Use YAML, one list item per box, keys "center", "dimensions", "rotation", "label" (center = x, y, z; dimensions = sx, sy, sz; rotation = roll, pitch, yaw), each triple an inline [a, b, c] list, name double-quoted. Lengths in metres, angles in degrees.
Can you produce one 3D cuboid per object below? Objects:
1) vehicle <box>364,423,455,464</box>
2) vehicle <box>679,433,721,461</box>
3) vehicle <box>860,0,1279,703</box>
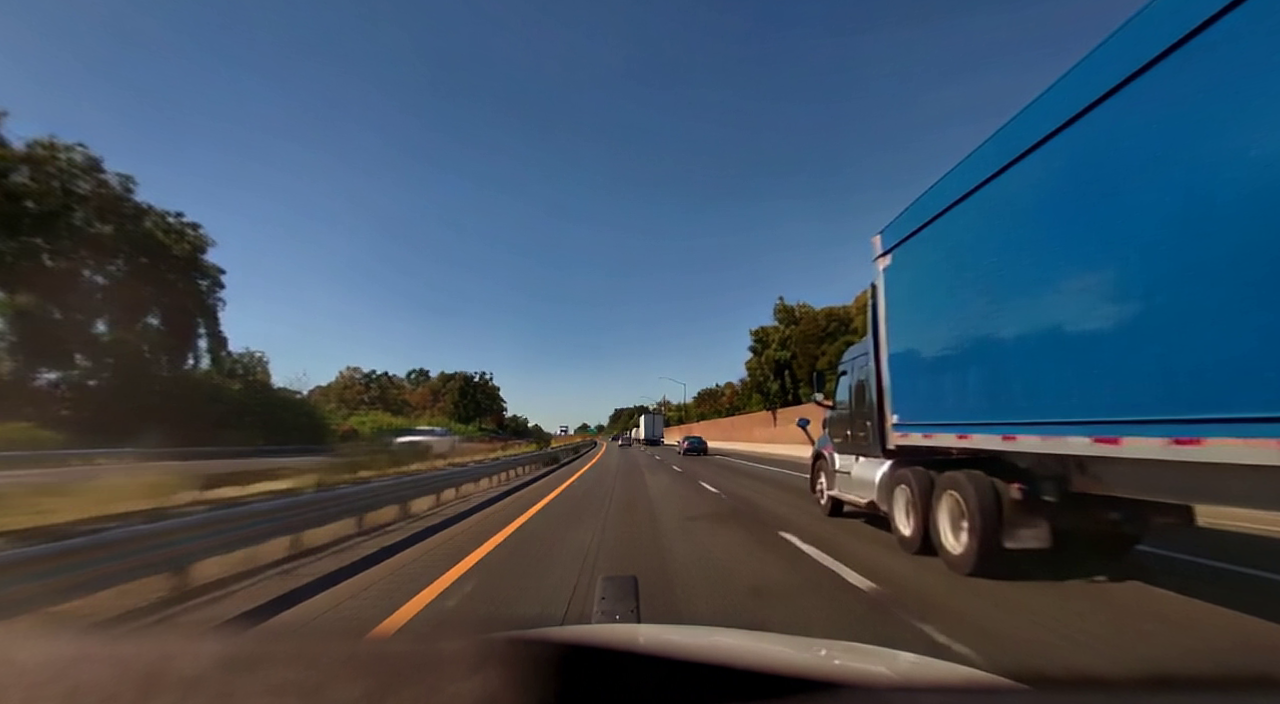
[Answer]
- center: [-8.926, 3.578, 24.835]
  dimensions: [1.989, 1.462, 4.329]
  rotation: [0, -7, -1]
  label: "vehicle"
- center: [3.339, 5.356, 35.865]
  dimensions: [1.813, 1.454, 4.197]
  rotation: [0, -7, -3]
  label: "vehicle"
- center: [4.348, -0.653, 0.661]
  dimensions: [2.965, 4.033, 14.299]
  rotation: [0, -7, -1]
  label: "vehicle"
